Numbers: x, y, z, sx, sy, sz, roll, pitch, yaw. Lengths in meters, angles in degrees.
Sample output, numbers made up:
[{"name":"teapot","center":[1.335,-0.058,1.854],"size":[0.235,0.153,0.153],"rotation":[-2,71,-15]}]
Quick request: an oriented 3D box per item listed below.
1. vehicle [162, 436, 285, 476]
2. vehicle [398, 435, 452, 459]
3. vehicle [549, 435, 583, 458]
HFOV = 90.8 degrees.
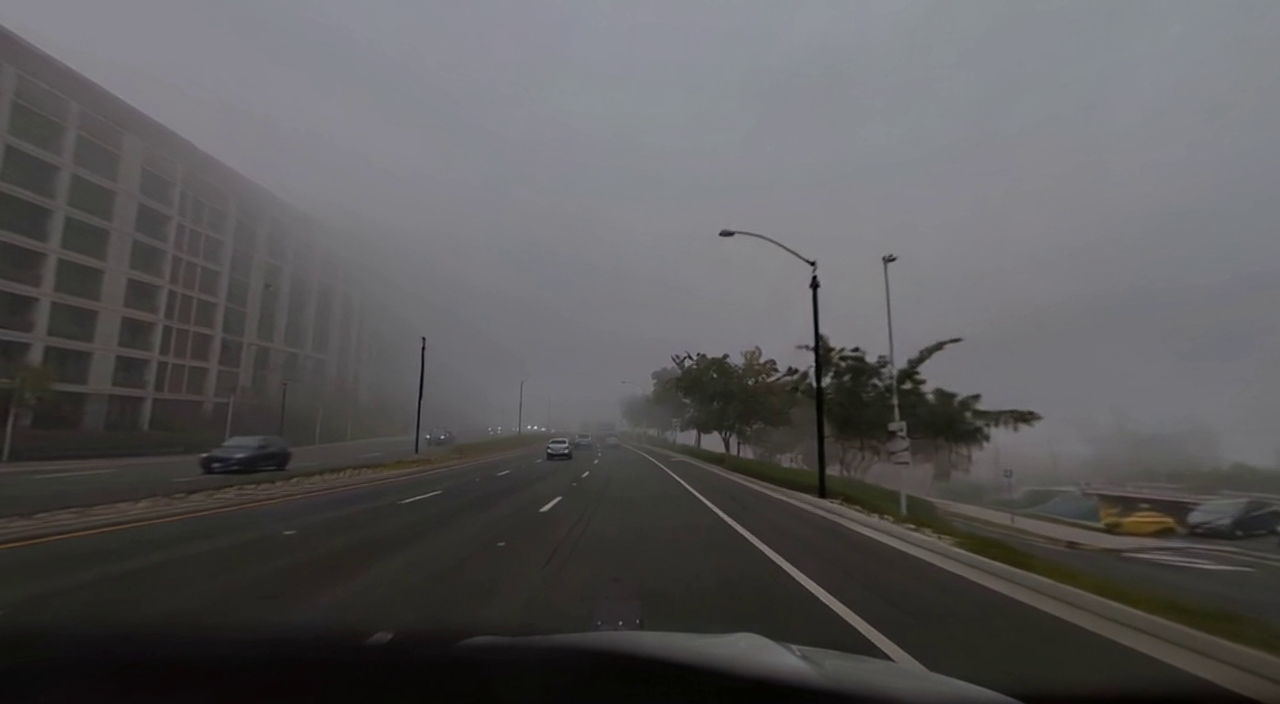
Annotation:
[{"name":"vehicle","center":[-17.926,4.488,27.509],"size":[2.079,1.560,4.702],"rotation":[0,-8,1]},{"name":"vehicle","center":[-14.676,6.519,43.406],"size":[1.998,1.488,4.577],"rotation":[0,-8,1]},{"name":"vehicle","center":[-5.183,6.707,44.846],"size":[2.025,1.474,4.292],"rotation":[0,-8,-2]}]
